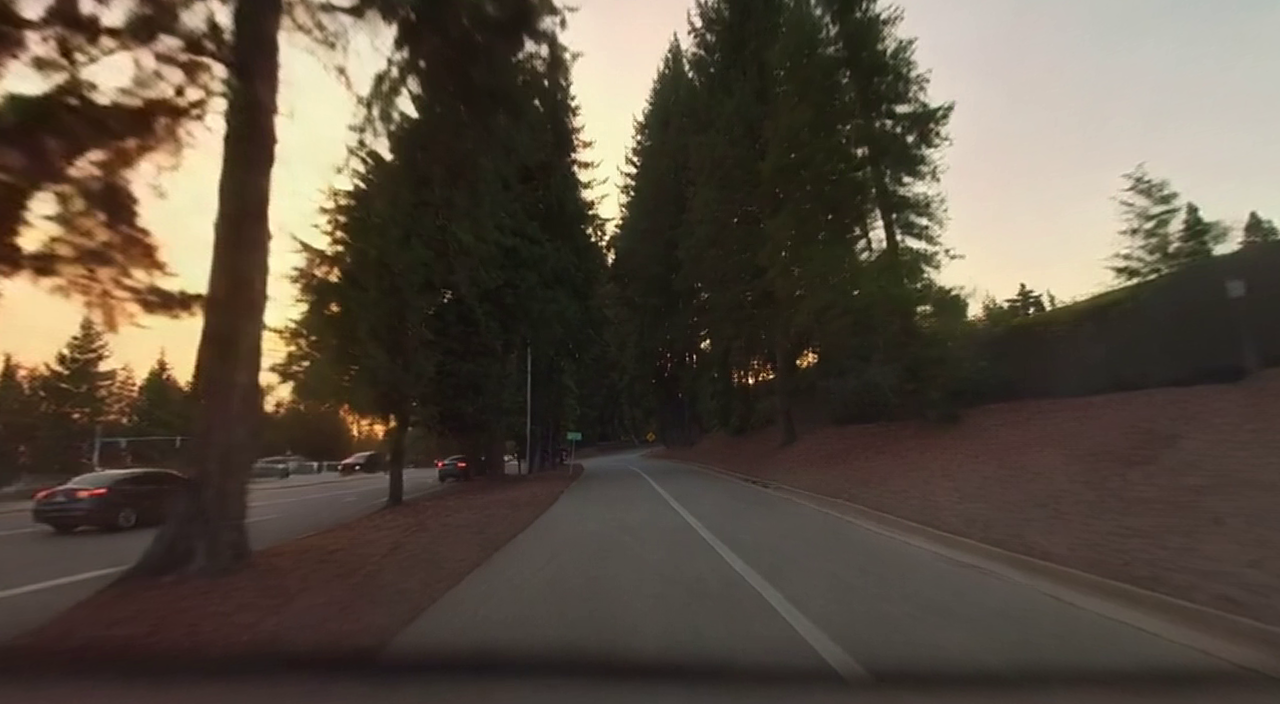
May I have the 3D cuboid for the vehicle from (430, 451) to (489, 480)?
[{"bbox_3d":[-10.505,6.629,37.179,1.886,1.535,4.742,-1,-8,3],"label":"vehicle"}]

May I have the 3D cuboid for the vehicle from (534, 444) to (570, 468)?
[{"bbox_3d":[-6.646,7.927,48.303,2.049,1.699,4.860,0,-8,1],"label":"vehicle"}]

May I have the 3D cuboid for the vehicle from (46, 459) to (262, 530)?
[{"bbox_3d":[-12.413,3.625,16.631,1.781,1.476,4.513,-1,-8,6],"label":"vehicle"}]
